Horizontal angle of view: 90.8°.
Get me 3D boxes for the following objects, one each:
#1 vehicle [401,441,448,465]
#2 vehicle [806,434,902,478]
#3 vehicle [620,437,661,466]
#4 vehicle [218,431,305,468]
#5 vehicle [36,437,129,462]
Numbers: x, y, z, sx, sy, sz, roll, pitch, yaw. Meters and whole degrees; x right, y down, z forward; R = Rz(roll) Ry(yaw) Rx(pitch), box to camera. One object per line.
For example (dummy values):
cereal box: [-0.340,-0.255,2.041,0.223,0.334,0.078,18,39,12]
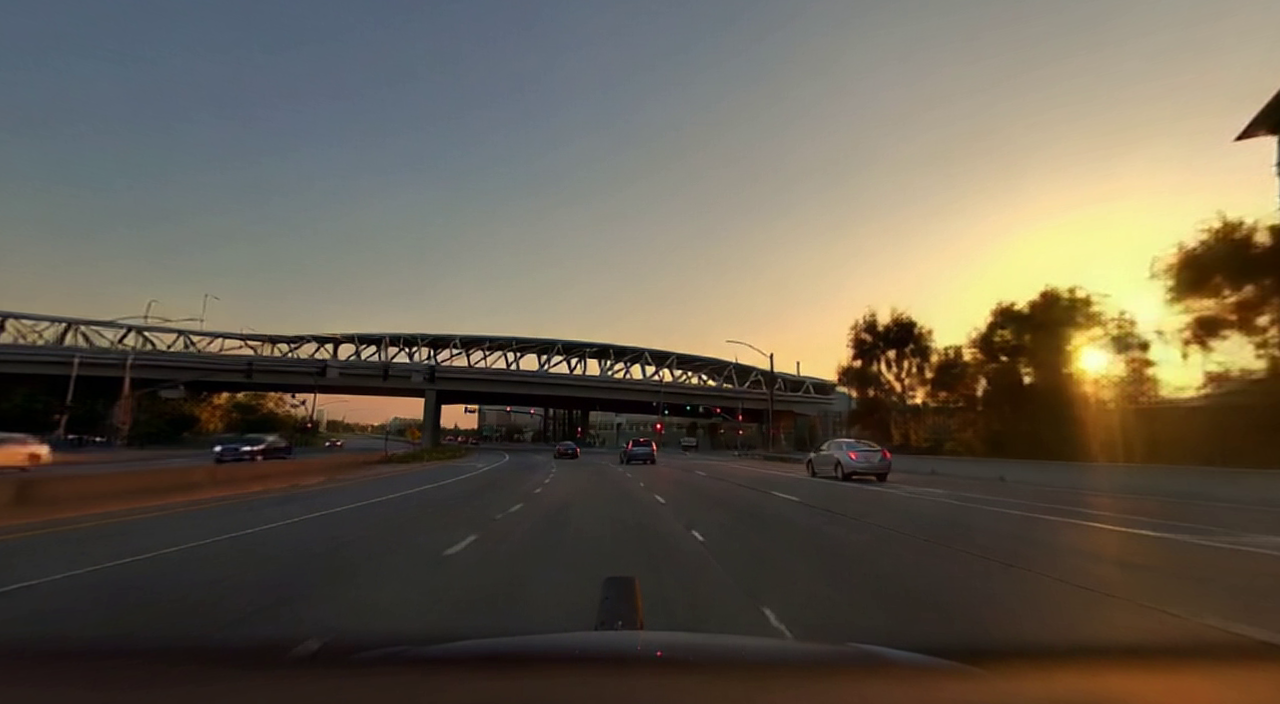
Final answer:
vehicle: [-15.495,7.255,45.703,2.399,1.624,4.585,1,-9,-8]
vehicle: [9.064,4.441,27.225,2.130,1.741,4.665,1,-8,-5]
vehicle: [-0.038,6.182,39.415,2.024,1.724,3.928,1,-9,-8]
vehicle: [-19.702,5.107,33.174,2.089,1.794,4.766,1,-9,-7]
vehicle: [-40.868,7.182,46.494,4.798,1.639,2.085,7,-10,-35]
